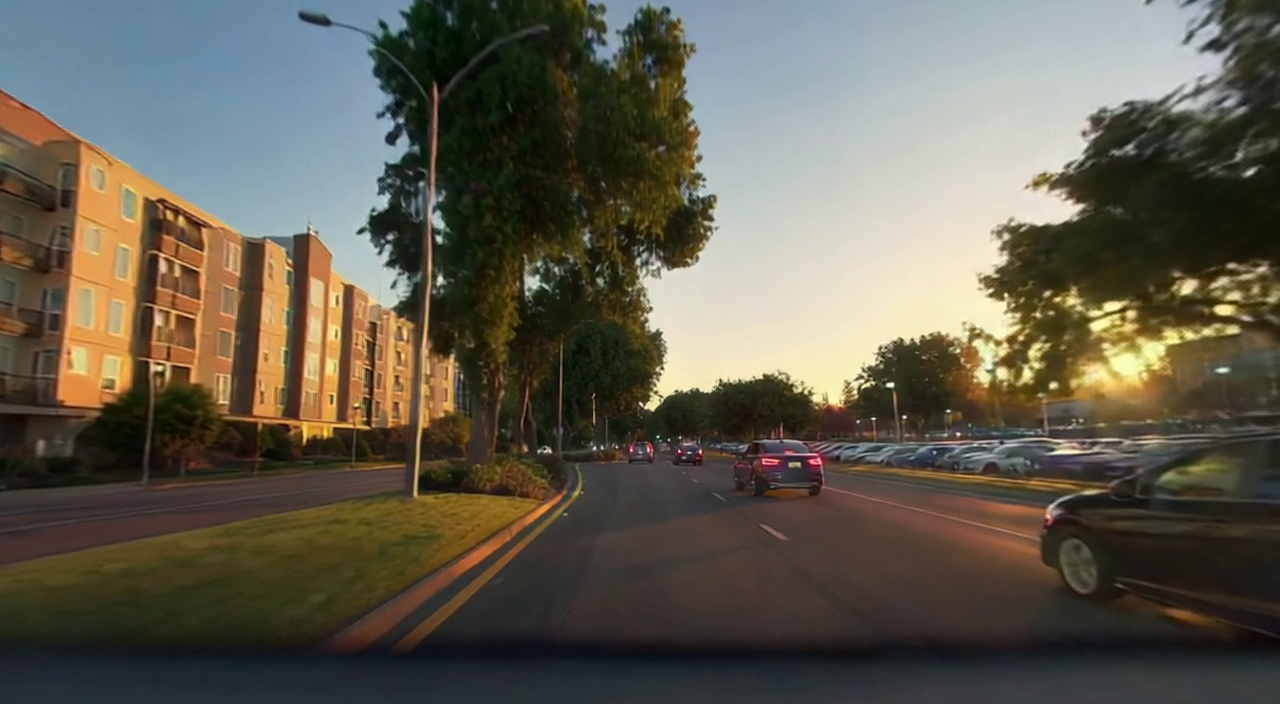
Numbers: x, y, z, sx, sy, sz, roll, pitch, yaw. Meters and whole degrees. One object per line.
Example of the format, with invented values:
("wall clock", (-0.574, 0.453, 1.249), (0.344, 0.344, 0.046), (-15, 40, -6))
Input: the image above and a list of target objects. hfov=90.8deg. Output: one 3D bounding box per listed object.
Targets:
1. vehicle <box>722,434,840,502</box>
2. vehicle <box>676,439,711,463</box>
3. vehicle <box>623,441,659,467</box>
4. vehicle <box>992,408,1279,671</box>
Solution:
("vehicle", (3.522, 3.003, 16.781), (1.953, 1.514, 4.672), (0, -9, -1))
("vehicle", (3.750, 7.126, 45.354), (2.041, 1.611, 4.426), (0, -9, -1))
("vehicle", (0.021, 6.202, 38.448), (2.095, 1.456, 3.873), (0, -9, -1))
("vehicle", (4.740, 1.129, 3.994), (2.098, 1.507, 4.655), (0, -9, -4))
